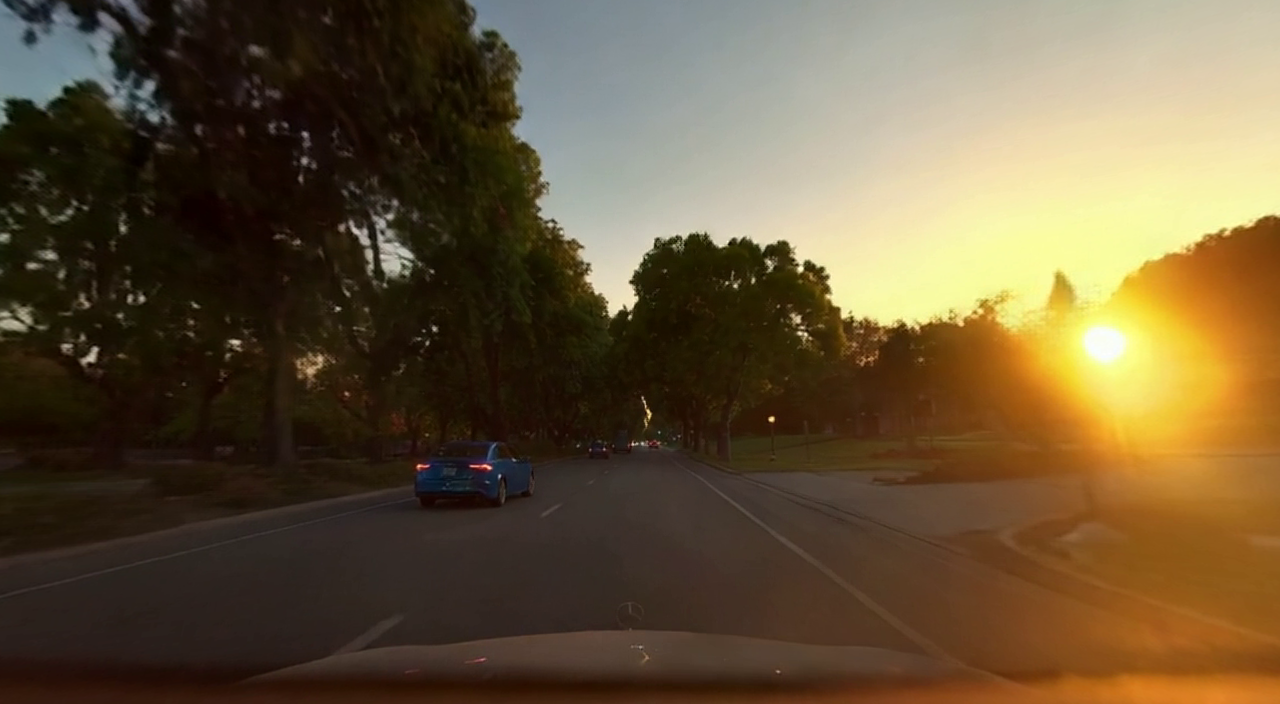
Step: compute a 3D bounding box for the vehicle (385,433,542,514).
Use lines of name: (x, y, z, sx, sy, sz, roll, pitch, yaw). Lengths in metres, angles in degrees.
vehicle: (-3.597, 2.569, 13.847, 2.033, 1.454, 4.512, 0, -8, 2)
